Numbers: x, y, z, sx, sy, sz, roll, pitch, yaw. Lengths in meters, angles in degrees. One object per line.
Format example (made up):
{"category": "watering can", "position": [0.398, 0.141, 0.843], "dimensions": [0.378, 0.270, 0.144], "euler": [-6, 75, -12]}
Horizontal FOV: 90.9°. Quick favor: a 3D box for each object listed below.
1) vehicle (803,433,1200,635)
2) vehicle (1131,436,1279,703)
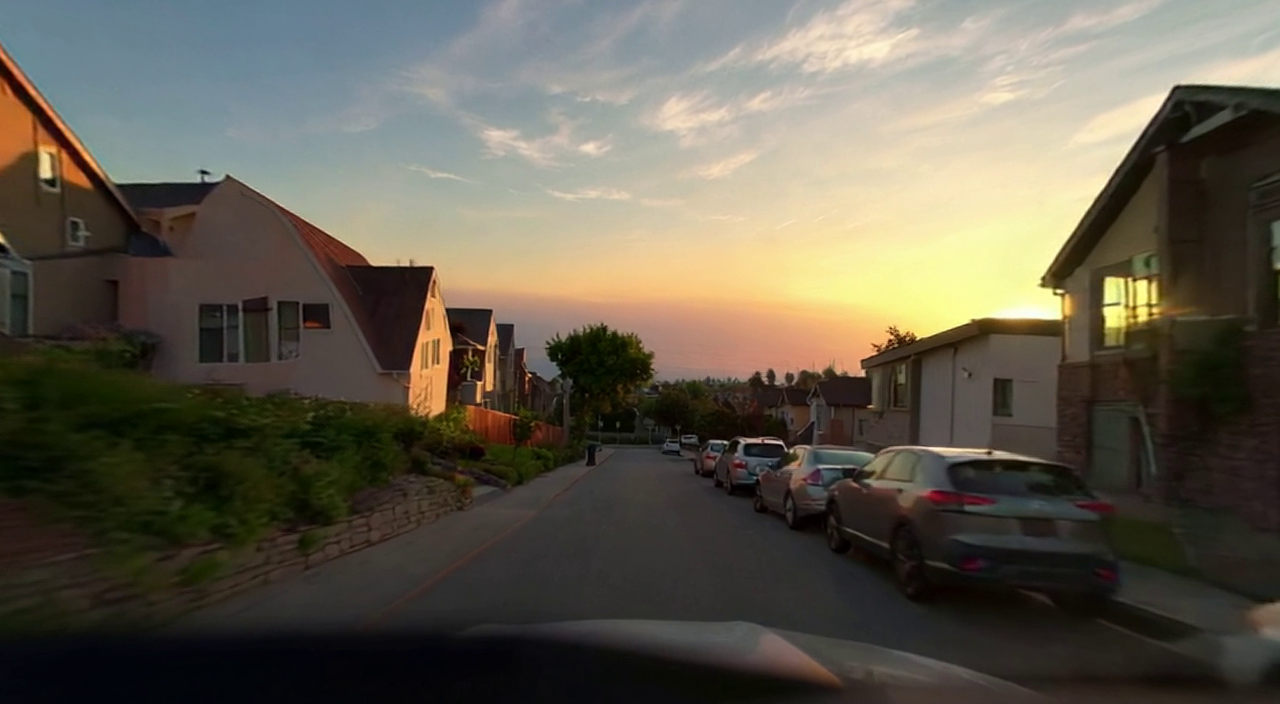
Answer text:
{"category": "vehicle", "position": [3.206, 1.619, 6.591], "dimensions": [2.036, 1.510, 3.505], "euler": [0, -8, 0]}
{"category": "vehicle", "position": [3.283, 0.867, 0.995], "dimensions": [1.759, 1.464, 3.993], "euler": [0, -8, 0]}
